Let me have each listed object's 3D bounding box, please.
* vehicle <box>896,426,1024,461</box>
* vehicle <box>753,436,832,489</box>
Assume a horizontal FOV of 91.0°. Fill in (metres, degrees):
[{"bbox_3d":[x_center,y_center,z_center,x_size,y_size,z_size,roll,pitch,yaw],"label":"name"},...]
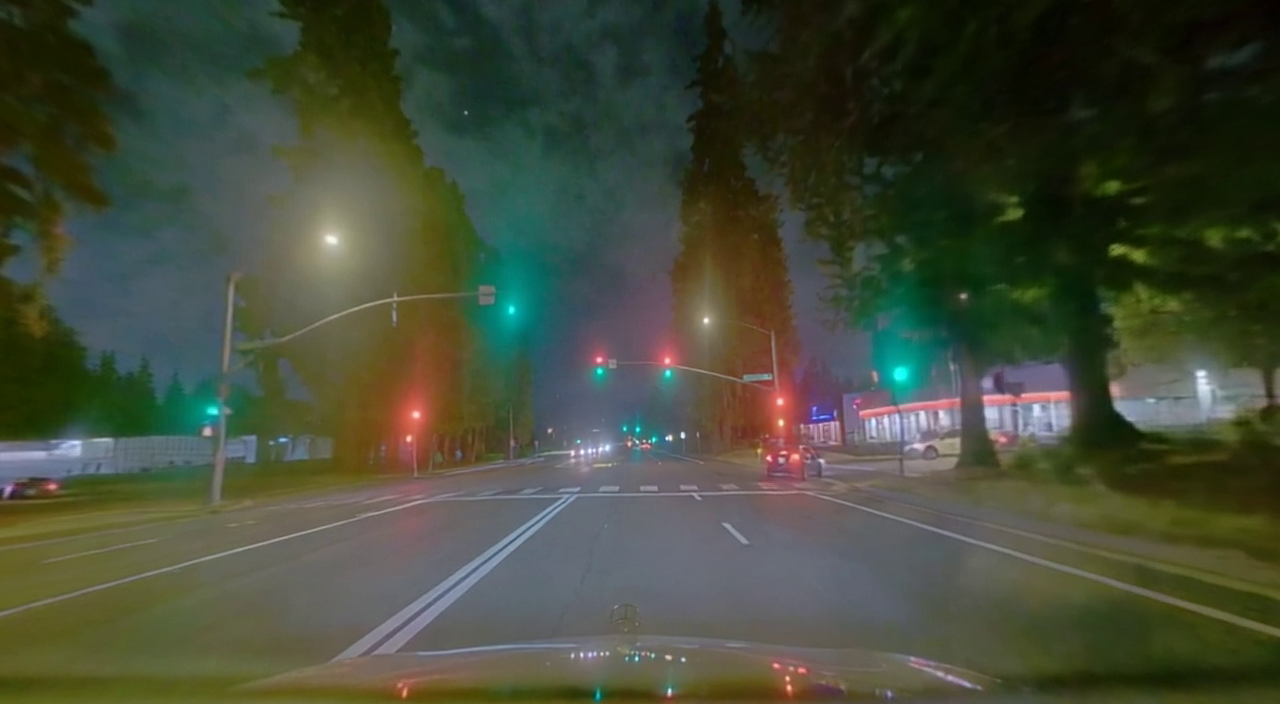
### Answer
[{"bbox_3d":[14.602,4.209,28.952,4.704,1.544,2.112,0,-8,0],"label":"vehicle"},{"bbox_3d":[5.045,3.491,20.338,2.064,1.470,4.610,-3,-9,18],"label":"vehicle"}]
